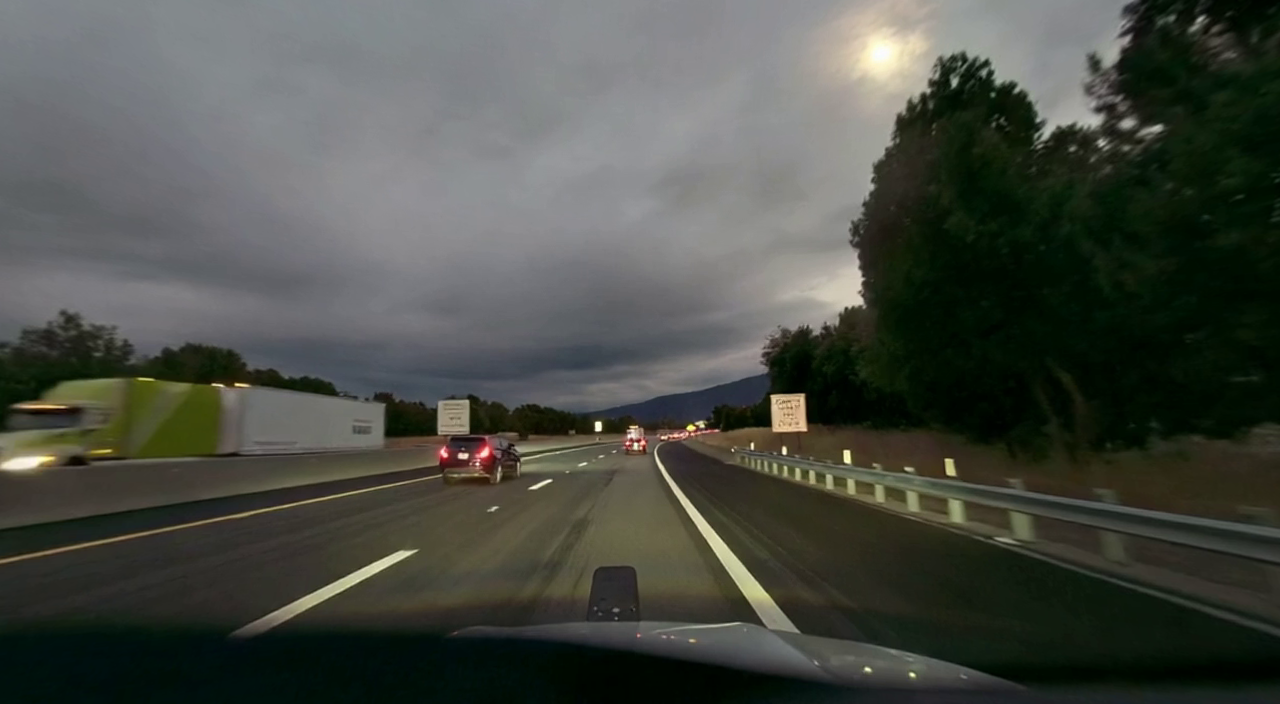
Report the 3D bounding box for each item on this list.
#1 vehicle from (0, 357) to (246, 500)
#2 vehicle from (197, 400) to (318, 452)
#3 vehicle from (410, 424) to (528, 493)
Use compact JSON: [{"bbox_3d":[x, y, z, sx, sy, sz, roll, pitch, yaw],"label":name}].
[{"bbox_3d":[-17.579,2.588,20.322,3.008,3.569,10.281,-1,-8,0],"label":"vehicle"},{"bbox_3d":[-17.463,3.502,29.147,2.190,2.143,5.329,-1,-8,1],"label":"vehicle"},{"bbox_3d":[-4.559,2.898,17.520,2.075,1.653,4.317,0,-8,0],"label":"vehicle"}]
